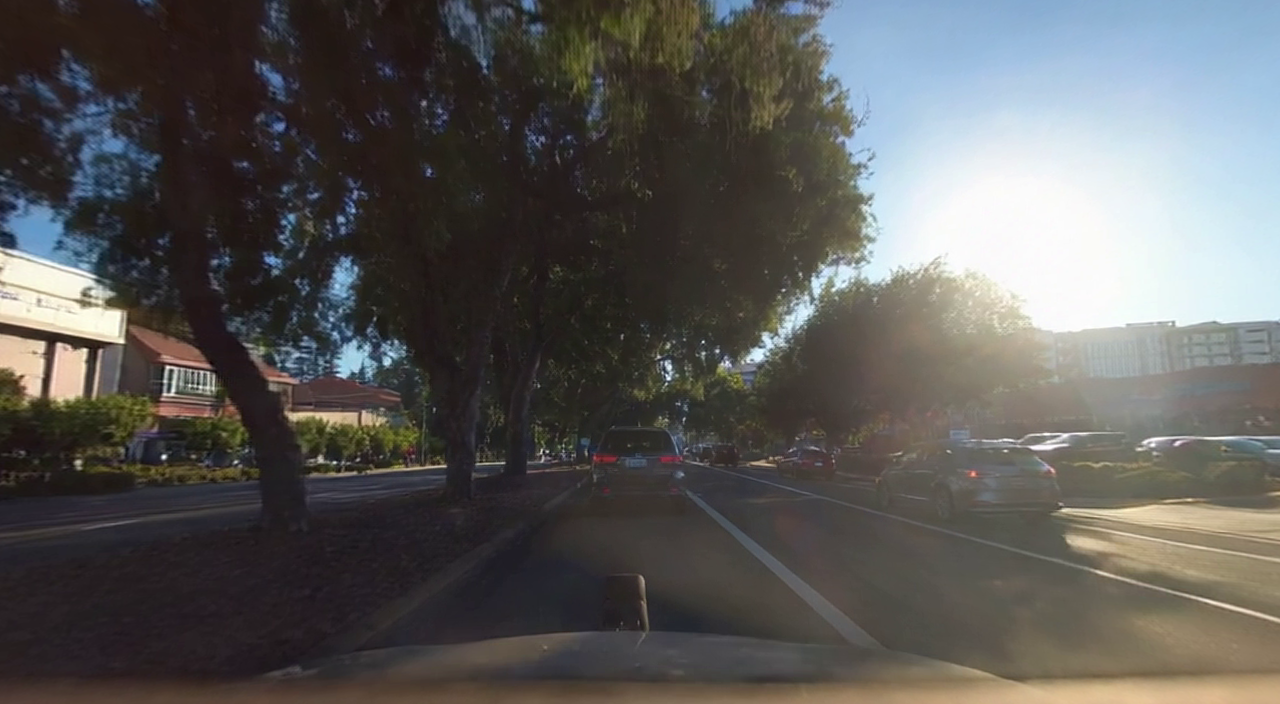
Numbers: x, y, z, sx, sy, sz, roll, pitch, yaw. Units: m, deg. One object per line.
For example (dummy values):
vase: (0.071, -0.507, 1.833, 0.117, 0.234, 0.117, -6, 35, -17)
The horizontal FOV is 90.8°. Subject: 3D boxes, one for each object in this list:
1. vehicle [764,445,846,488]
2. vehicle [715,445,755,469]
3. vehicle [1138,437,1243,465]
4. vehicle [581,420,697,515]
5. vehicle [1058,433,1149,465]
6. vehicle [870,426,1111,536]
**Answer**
vehicle: (6.493, 4.533, 25.460, 2.035, 1.553, 4.465, 0, -9, -1)
vehicle: (6.516, 7.262, 43.883, 1.914, 1.523, 4.287, 0, -9, -2)
vehicle: (33.252, 5.996, 38.373, 1.959, 1.580, 4.873, 0, -9, 0)
vehicle: (-0.022, 2.636, 14.820, 2.320, 1.880, 4.192, 0, -9, 0)
vehicle: (27.826, 5.858, 38.130, 1.967, 1.803, 4.305, 0, -9, -3)
vehicle: (6.337, 2.362, 12.206, 2.056, 1.703, 4.428, 0, -9, 0)
